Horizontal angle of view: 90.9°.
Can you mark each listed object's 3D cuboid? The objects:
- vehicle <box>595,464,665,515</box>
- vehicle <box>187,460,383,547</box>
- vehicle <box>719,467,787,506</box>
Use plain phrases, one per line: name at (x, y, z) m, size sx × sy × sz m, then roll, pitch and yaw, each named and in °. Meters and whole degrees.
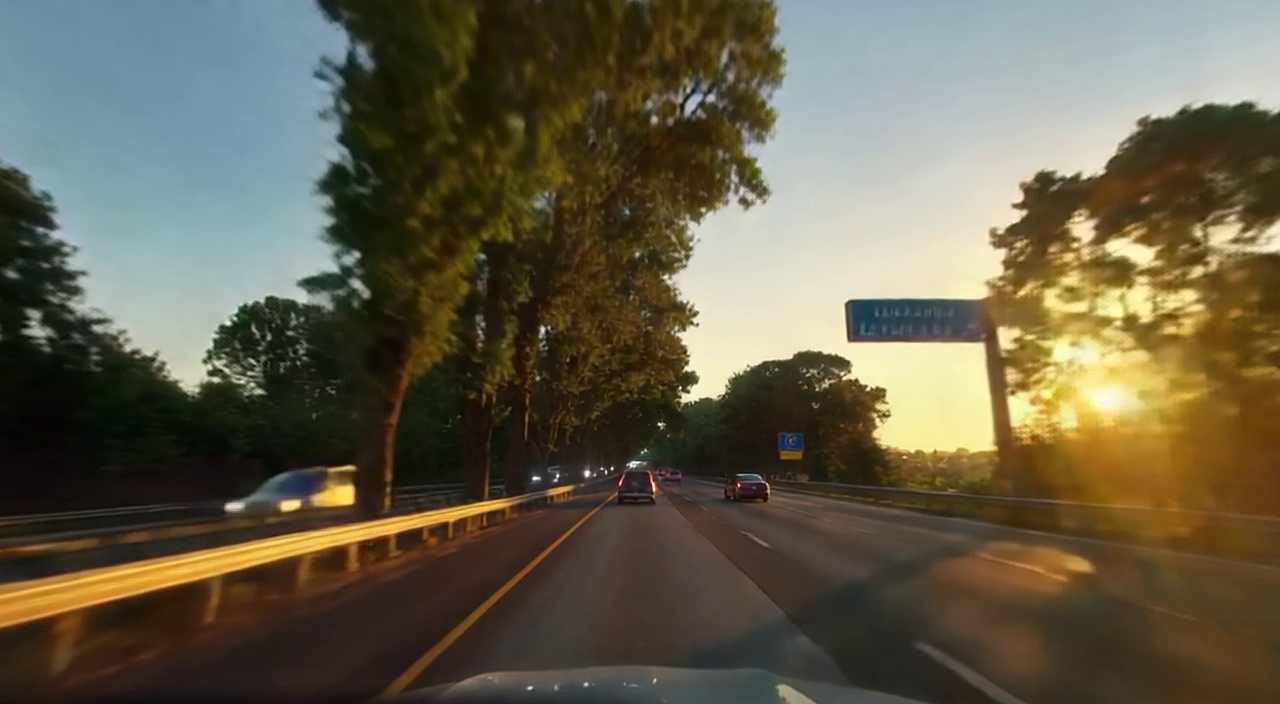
vehicle at (-0.292, 4.409, 20.547) m, size 2.060 × 1.473 × 3.726 m, roll 1°, pitch -10°, yaw 0°
vehicle at (-7.463, 3.202, 13.812) m, size 1.911 × 1.585 × 3.952 m, roll 1°, pitch -10°, yaw 0°
vehicle at (4.613, 5.560, 26.334) m, size 1.974 × 1.476 × 4.119 m, roll 1°, pitch -10°, yaw -1°
